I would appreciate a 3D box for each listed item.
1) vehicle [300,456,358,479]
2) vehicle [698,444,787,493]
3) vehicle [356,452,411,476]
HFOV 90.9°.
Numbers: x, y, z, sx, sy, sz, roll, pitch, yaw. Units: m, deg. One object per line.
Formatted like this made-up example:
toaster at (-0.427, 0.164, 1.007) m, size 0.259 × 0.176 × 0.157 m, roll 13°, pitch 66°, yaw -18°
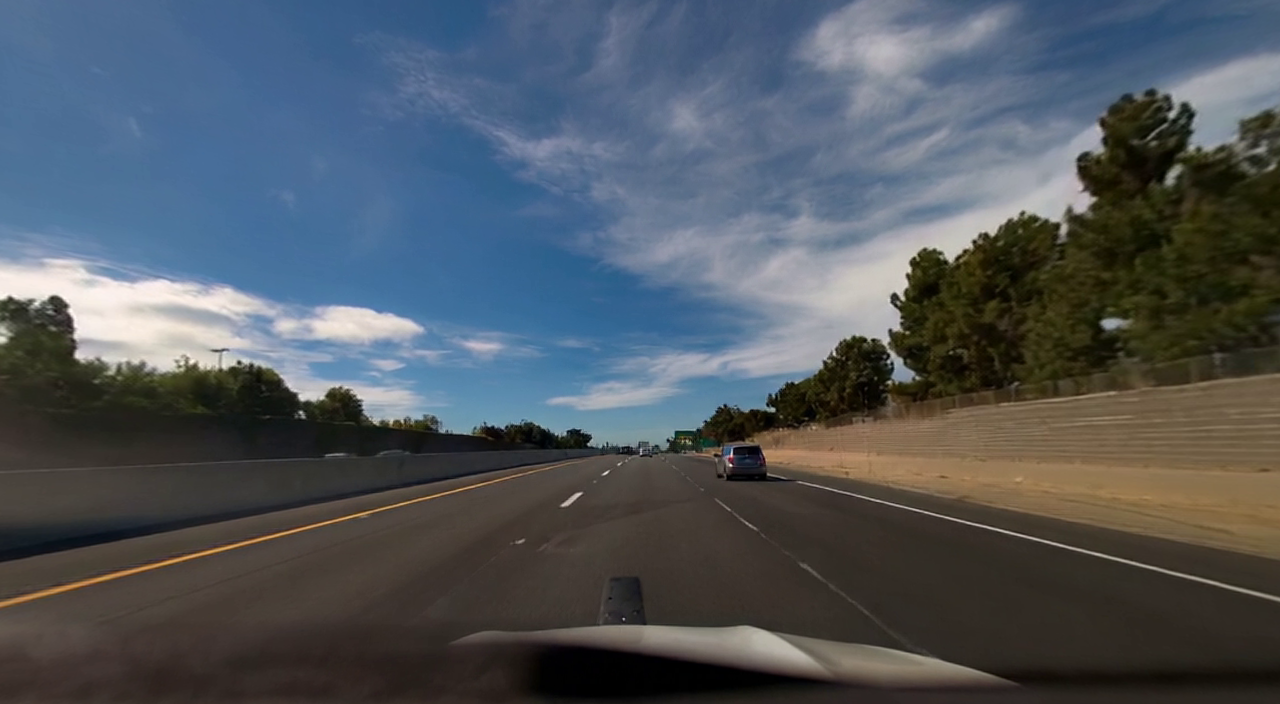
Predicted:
vehicle at (-21.263, 7.883, 43.271) m, size 1.764 × 1.380 × 4.225 m, roll 0°, pitch -8°, yaw 0°
vehicle at (3.354, 3.906, 21.641) m, size 2.193 × 1.462 × 4.533 m, roll 0°, pitch -8°, yaw -1°
vehicle at (-17.586, 7.665, 43.443) m, size 1.910 × 1.465 × 4.442 m, roll 0°, pitch -8°, yaw 1°
